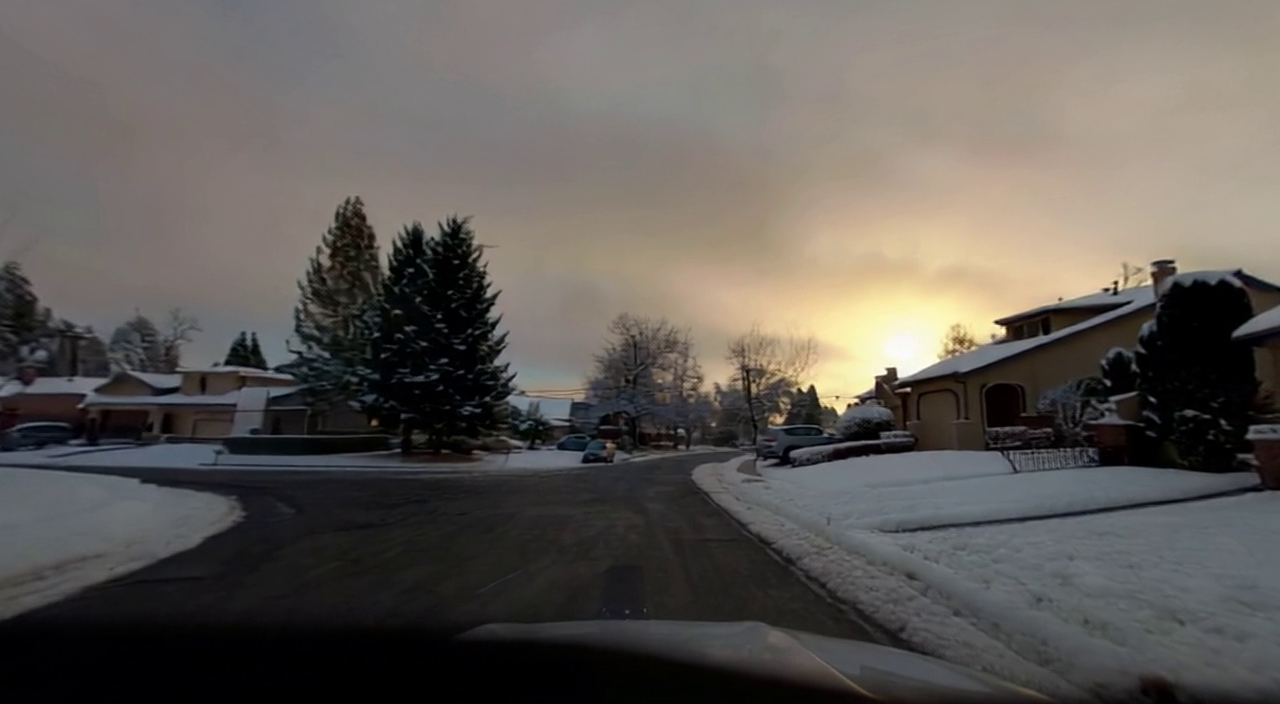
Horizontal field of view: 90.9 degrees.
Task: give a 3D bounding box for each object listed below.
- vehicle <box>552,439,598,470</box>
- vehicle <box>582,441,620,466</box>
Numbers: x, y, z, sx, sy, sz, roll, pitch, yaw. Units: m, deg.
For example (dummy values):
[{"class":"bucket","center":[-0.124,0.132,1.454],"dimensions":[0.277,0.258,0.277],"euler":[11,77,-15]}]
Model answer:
[{"class":"vehicle","center":[-4.140,6.570,40.784],"dimensions":[2.180,1.752,4.700],"euler":[-3,-8,3]},{"class":"vehicle","center":[-2.966,7.734,48.423],"dimensions":[2.058,1.749,4.560],"euler":[-3,-8,6]}]
